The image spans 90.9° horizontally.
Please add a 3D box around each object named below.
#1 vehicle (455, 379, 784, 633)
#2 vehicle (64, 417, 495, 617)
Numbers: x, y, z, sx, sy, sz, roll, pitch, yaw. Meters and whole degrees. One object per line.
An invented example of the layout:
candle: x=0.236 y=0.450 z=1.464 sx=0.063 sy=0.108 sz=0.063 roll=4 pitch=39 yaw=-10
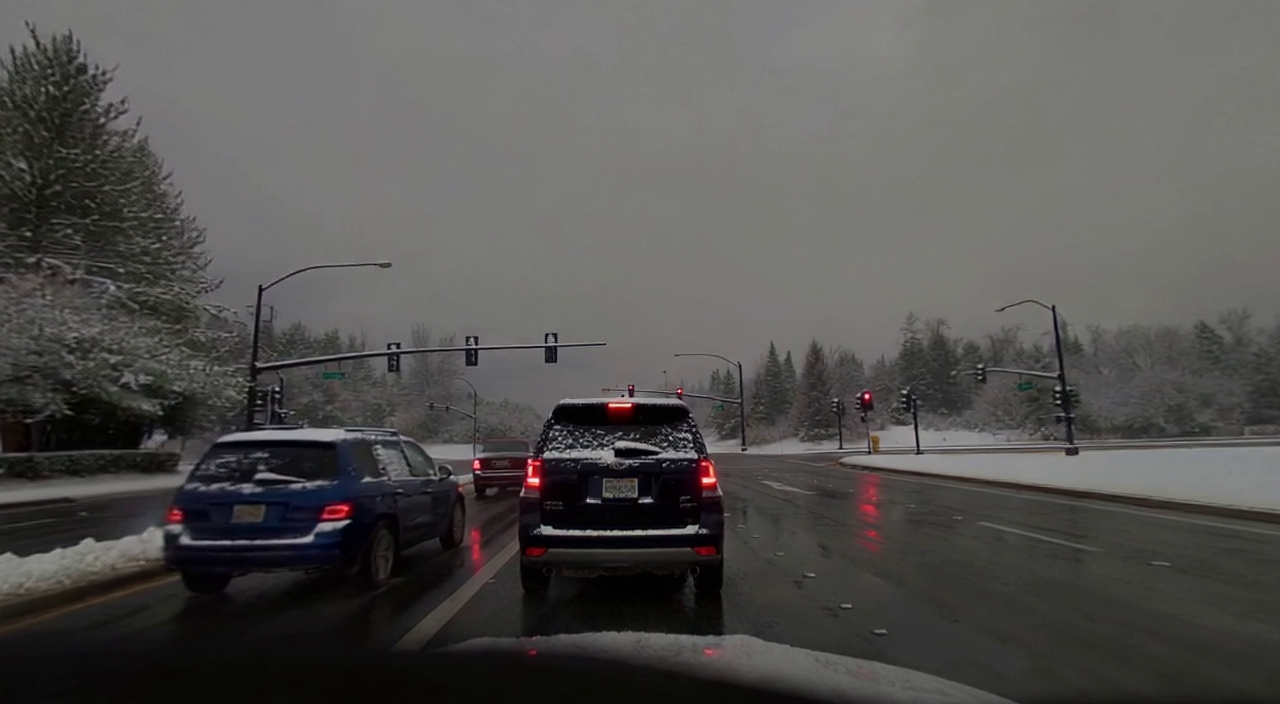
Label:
vehicle: x=-0.169 y=1.380 z=6.573 sx=2.298 sy=1.770 sz=4.138 roll=0 pitch=-8 yaw=-1
vehicle: x=-3.333 y=1.636 z=7.425 sx=2.061 sy=1.504 sz=5.142 roll=0 pitch=-8 yaw=0
